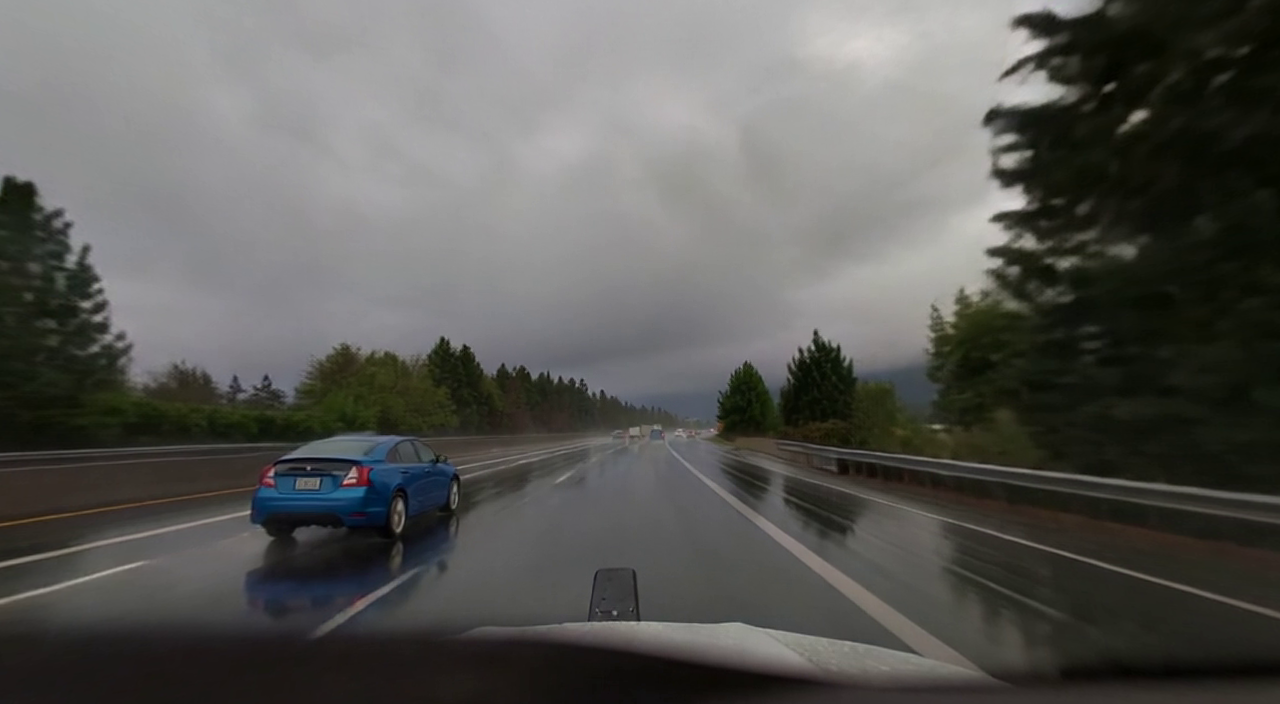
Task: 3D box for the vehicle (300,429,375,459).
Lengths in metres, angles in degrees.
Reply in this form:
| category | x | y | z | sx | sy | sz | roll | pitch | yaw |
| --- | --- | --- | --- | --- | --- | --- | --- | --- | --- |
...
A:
| category | x | y | z | sx | sy | sz | roll | pitch | yaw |
| --- | --- | --- | --- | --- | --- | --- | --- | --- | --- |
| vehicle | -16.009 | 4.878 | 33.630 | 1.864 | 1.504 | 4.253 | 0 | -7 | 0 |
